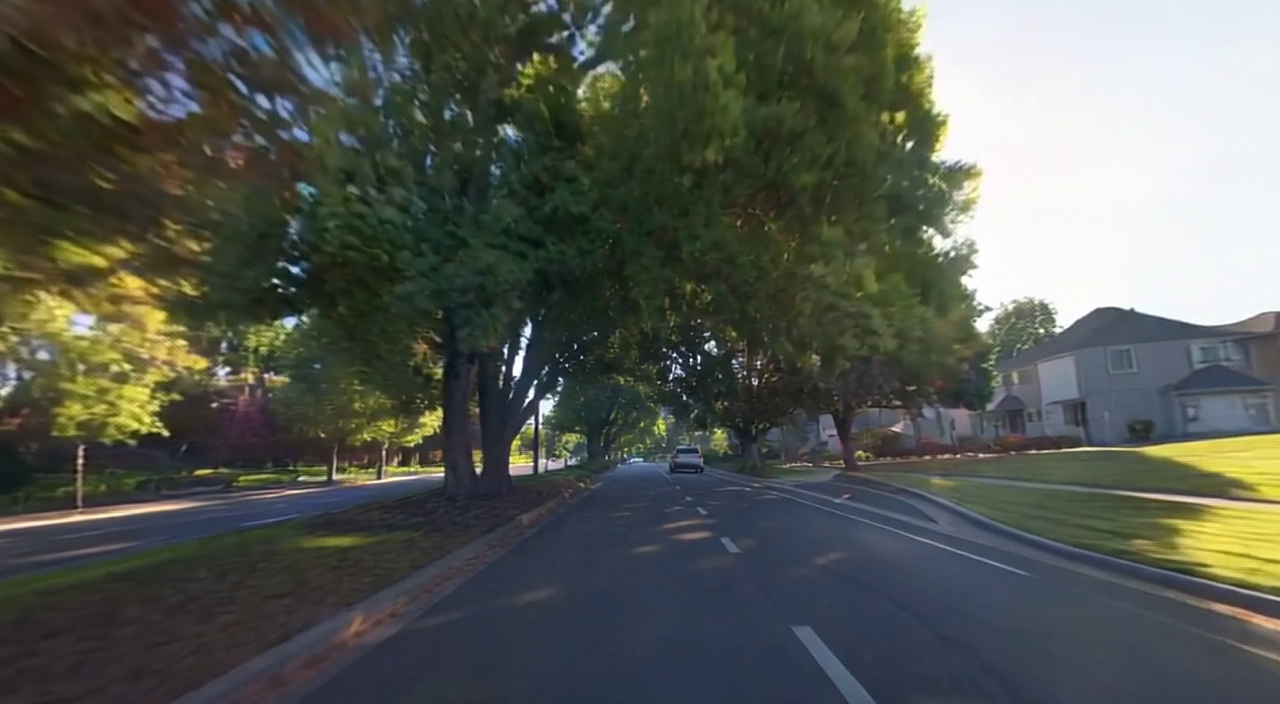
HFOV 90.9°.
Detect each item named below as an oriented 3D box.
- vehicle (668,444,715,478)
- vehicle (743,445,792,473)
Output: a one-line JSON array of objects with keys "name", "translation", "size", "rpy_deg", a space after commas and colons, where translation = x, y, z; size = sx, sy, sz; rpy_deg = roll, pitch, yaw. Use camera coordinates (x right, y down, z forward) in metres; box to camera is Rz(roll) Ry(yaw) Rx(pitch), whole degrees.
[{"name": "vehicle", "translation": [2.820, 6.067, 35.528], "size": [2.180, 1.773, 4.639], "rpy_deg": [0, -8, 0]}, {"name": "vehicle", "translation": [9.100, 7.523, 44.627], "size": [2.269, 1.826, 5.192], "rpy_deg": [-3, -9, 23]}]
